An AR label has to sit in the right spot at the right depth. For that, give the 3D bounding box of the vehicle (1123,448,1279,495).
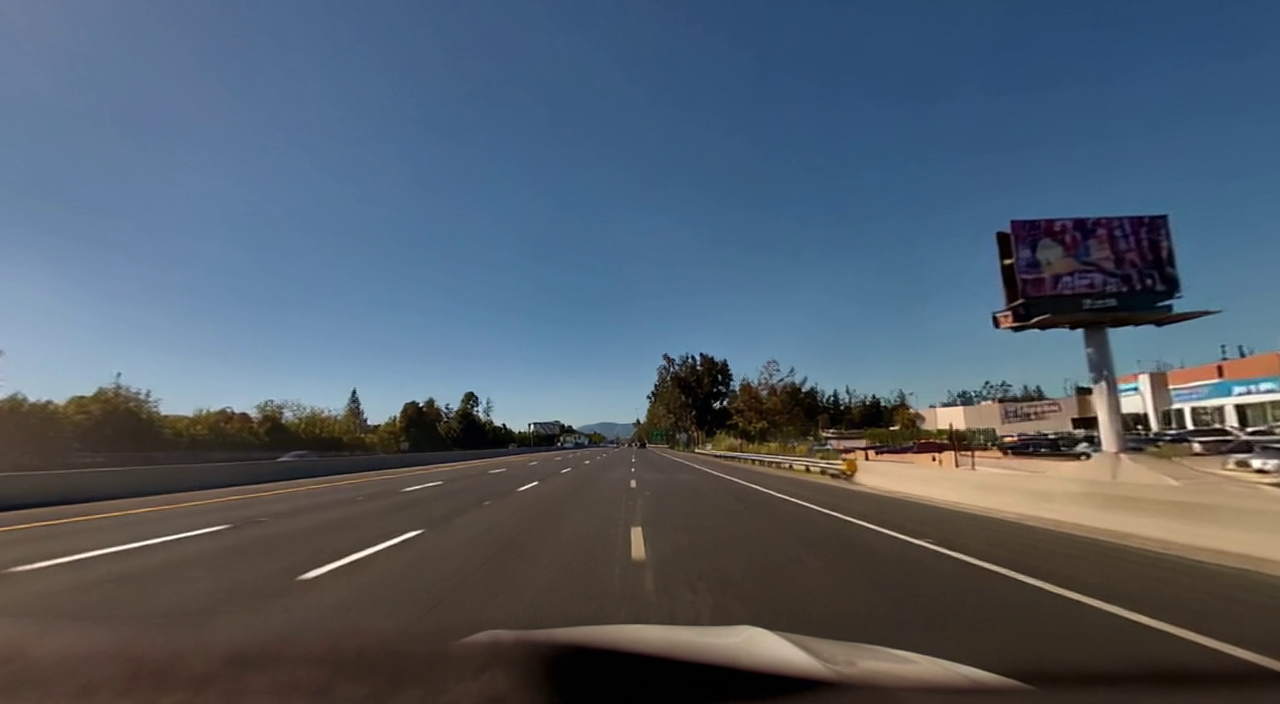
[{"bbox_3d":[27.053,5.732,30.446,5.531,1.855,2.208,-3,-8,-1],"label":"vehicle"}]
